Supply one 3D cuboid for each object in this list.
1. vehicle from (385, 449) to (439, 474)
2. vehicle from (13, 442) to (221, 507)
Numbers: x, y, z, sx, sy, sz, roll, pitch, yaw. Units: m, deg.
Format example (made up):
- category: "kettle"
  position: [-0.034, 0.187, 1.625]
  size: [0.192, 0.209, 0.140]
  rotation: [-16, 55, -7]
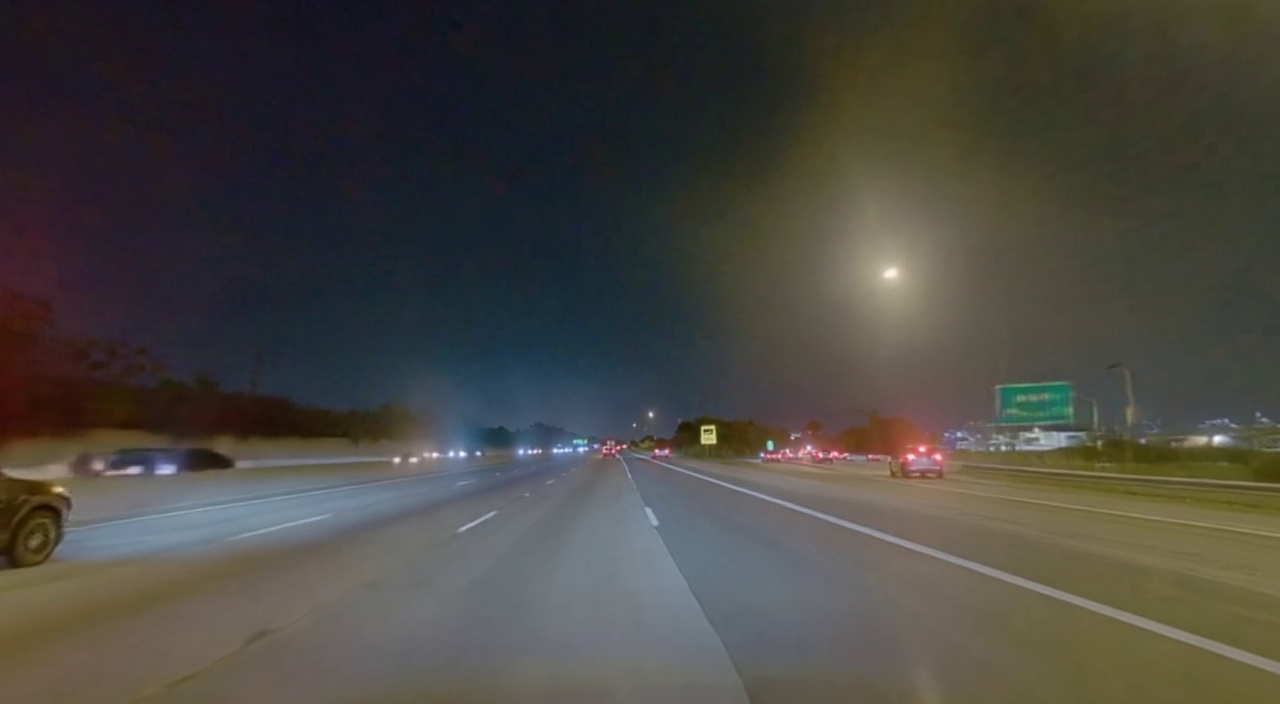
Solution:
- category: "vehicle"
  position: [-14.523, 6.991, 40.523]
  size: [1.875, 1.464, 4.405]
  rotation: [0, -9, -1]
- category: "vehicle"
  position: [-13.496, 3.148, 16.741]
  size: [1.903, 1.484, 4.320]
  rotation: [0, -9, -2]
